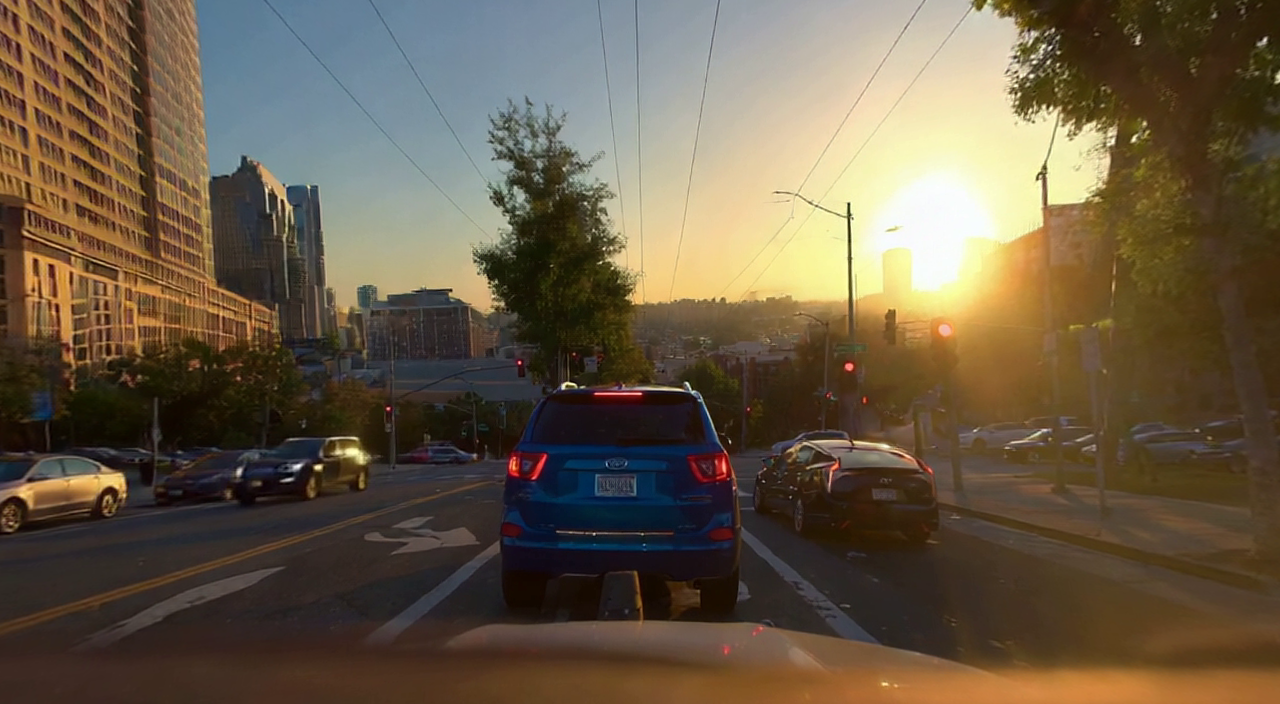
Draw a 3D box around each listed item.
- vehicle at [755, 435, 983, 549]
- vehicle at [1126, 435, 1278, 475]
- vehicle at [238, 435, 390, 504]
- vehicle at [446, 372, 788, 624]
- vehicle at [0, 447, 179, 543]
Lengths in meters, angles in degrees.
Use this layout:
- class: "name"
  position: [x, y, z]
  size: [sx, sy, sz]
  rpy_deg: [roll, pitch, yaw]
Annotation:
- class: "vehicle"
  position: [3.291, 2.083, 10.084]
  size: [2.056, 1.422, 4.130]
  rpy_deg: [0, -8, -1]
- class: "vehicle"
  position: [22.154, 4.054, 24.972]
  size: [4.055, 1.469, 1.848]
  rpy_deg: [-4, -9, 26]
- class: "vehicle"
  position: [-9.135, 3.301, 18.126]
  size: [2.054, 1.722, 4.292]
  rpy_deg: [0, -8, 0]
- class: "vehicle"
  position: [-0.158, 1.363, 6.760]
  size: [2.453, 1.816, 4.300]
  rpy_deg: [0, -8, 0]
- class: "vehicle"
  position: [-12.545, 2.910, 13.462]
  size: [1.891, 1.723, 4.360]
  rpy_deg: [0, -8, 1]
